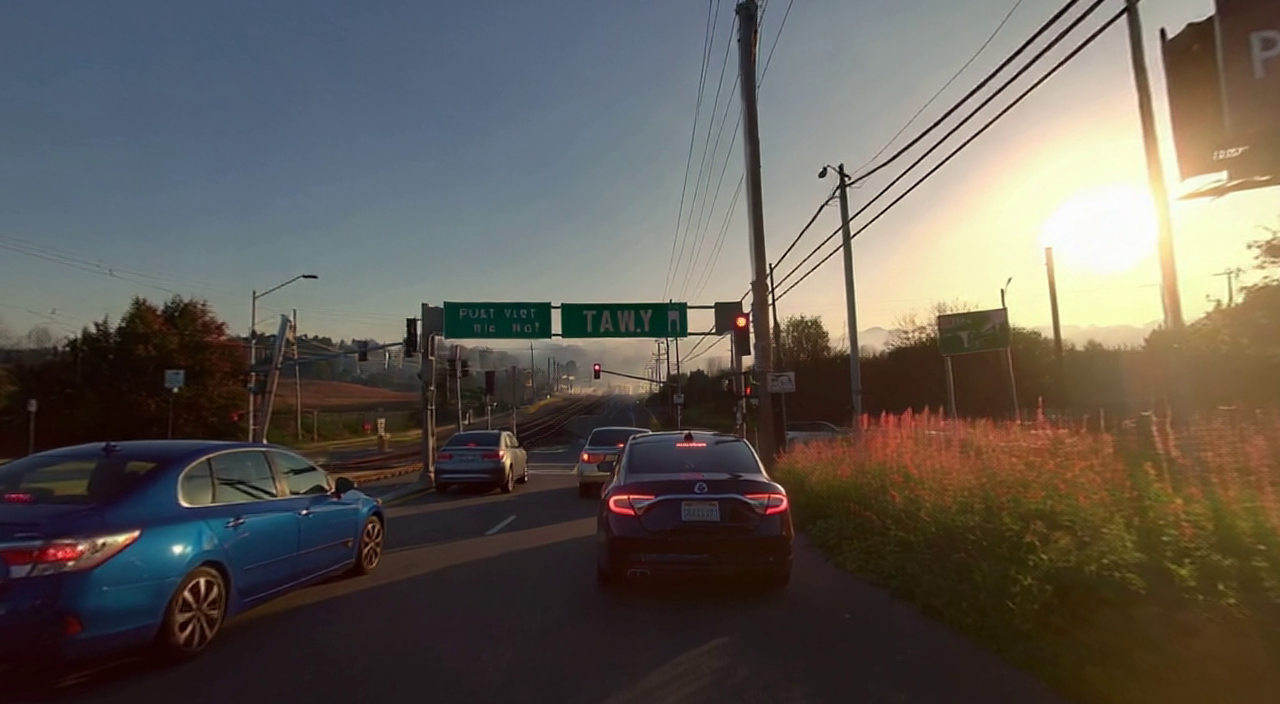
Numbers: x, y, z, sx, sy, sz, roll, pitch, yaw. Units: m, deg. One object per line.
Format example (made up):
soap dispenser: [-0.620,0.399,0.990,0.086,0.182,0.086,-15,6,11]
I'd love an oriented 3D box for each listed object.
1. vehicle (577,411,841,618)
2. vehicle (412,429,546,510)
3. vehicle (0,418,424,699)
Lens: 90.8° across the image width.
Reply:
vehicle: [0.421,1.520,6.812,1.998,1.529,3.960,0,-9,-3]
vehicle: [-3.332,2.515,13.981,1.984,1.505,4.047,0,-9,-2]
vehicle: [-3.704,1.434,5.685,1.956,1.468,4.585,0,-9,-1]
